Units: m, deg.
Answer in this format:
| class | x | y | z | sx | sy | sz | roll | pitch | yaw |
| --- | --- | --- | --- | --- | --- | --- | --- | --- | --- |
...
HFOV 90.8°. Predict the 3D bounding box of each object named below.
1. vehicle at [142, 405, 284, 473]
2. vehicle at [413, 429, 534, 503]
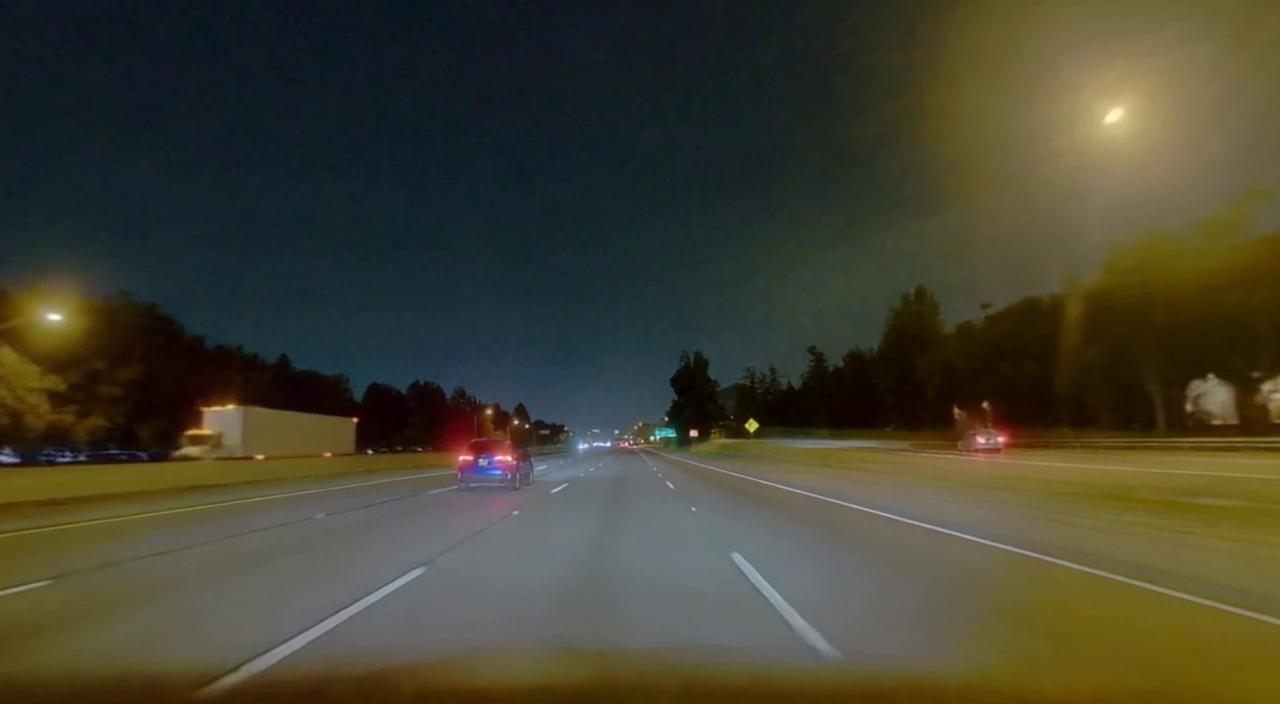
| class | x | y | z | sx | sy | sz | roll | pitch | yaw |
| --- | --- | --- | --- | --- | --- | --- | --- | --- | --- |
| vehicle | -26.170 | 5.454 | 39.370 | 3.039 | 3.755 | 8.042 | 0 | -9 | 1 |
| vehicle | -4.330 | 3.045 | 17.333 | 2.102 | 1.727 | 4.704 | 0 | -9 | -1 |
